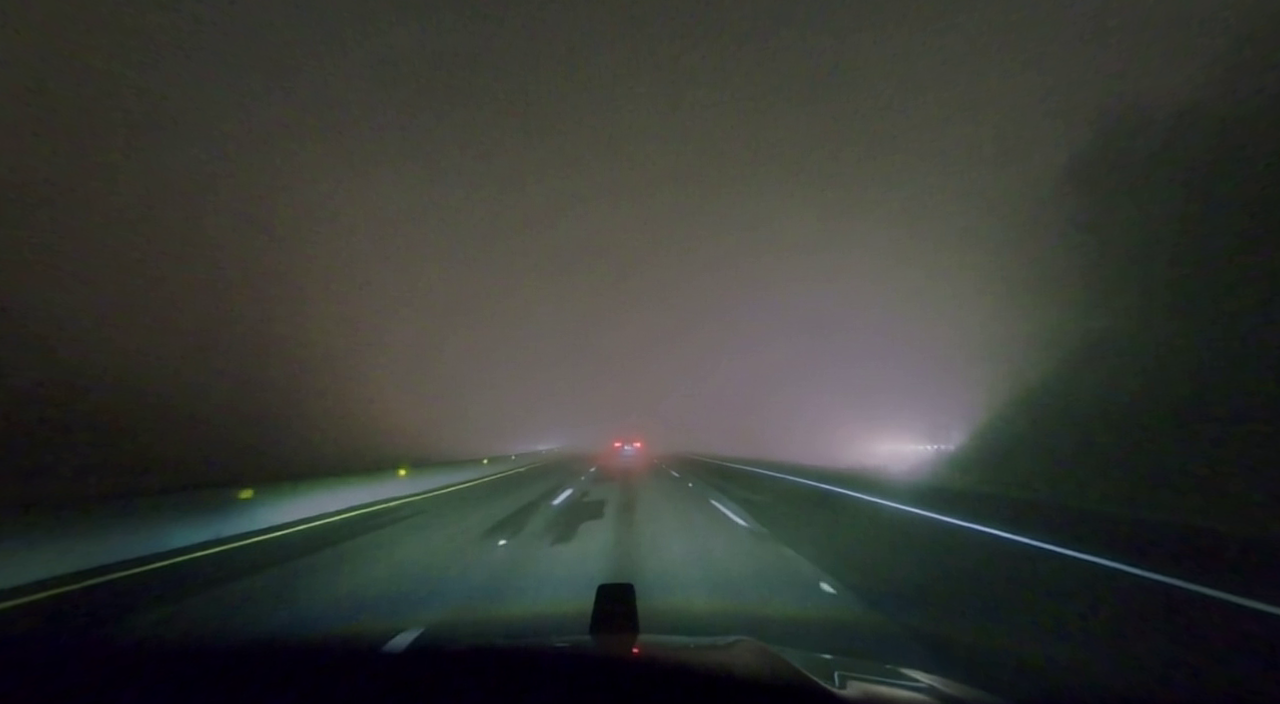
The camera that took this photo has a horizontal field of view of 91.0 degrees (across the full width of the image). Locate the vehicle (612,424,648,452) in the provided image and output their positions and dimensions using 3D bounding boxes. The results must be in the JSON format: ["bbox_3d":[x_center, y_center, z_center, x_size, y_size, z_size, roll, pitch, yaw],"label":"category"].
[{"bbox_3d":[-0.706,5.506,40.076,2.157,1.647,4.524,0,-8,-2],"label":"vehicle"}]
